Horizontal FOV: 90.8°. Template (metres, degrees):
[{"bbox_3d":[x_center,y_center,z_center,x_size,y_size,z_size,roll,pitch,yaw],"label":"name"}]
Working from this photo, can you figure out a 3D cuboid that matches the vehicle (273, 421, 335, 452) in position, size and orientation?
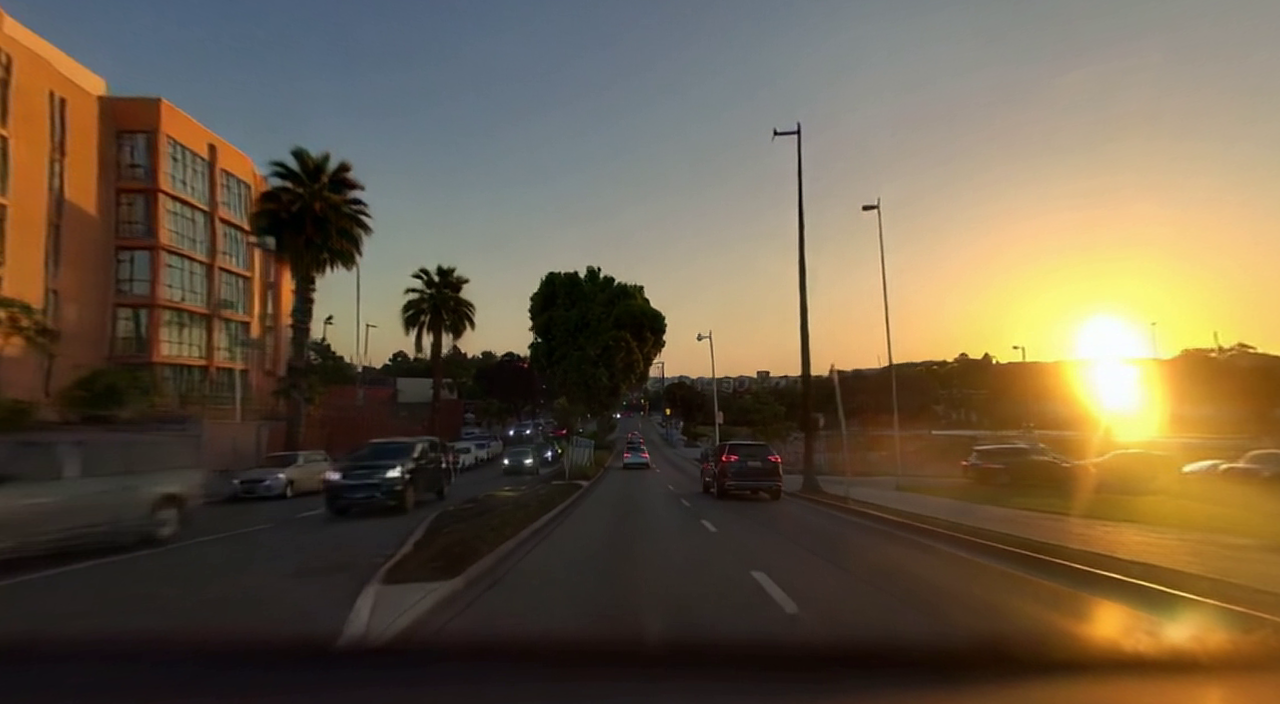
[{"bbox_3d":[-21.693,5.449,40.730,3.716,1.517,1.826,3,-7,35],"label":"vehicle"}]

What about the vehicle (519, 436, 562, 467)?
[{"bbox_3d":[-6.429,6.489,41.416,2.138,1.858,4.788,0,-8,-1],"label":"vehicle"}]

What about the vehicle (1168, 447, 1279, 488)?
[{"bbox_3d":[25.264,4.878,26.885,3.611,1.590,2.171,0,-8,0],"label":"vehicle"}]

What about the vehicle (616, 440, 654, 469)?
[{"bbox_3d":[-0.315,6.209,38.503,2.196,1.655,3.939,0,-8,-1],"label":"vehicle"}]

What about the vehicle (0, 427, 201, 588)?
[{"bbox_3d":[-8.807,2.110,9.111,2.037,1.939,3.958,0,-8,0],"label":"vehicle"}]

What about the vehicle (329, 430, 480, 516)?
[{"bbox_3d":[-5.881,3.057,16.572,2.106,1.890,4.783,0,-8,0],"label":"vehicle"}]

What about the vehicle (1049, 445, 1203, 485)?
[{"bbox_3d":[20.542,4.778,26.892,4.673,1.592,2.193,-1,-8,2],"label":"vehicle"}]

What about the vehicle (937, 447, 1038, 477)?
[{"bbox_3d":[20.332,6.448,37.114,4.540,1.386,2.337,-4,-9,-1],"label":"vehicle"}]

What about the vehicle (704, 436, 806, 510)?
[{"bbox_3d":[3.166,3.414,18.327,1.995,1.858,4.333,0,-8,-2],"label":"vehicle"}]

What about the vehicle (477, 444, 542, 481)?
[{"bbox_3d":[-6.064,5.172,29.897,2.168,1.572,4.635,0,-8,-1],"label":"vehicle"}]
